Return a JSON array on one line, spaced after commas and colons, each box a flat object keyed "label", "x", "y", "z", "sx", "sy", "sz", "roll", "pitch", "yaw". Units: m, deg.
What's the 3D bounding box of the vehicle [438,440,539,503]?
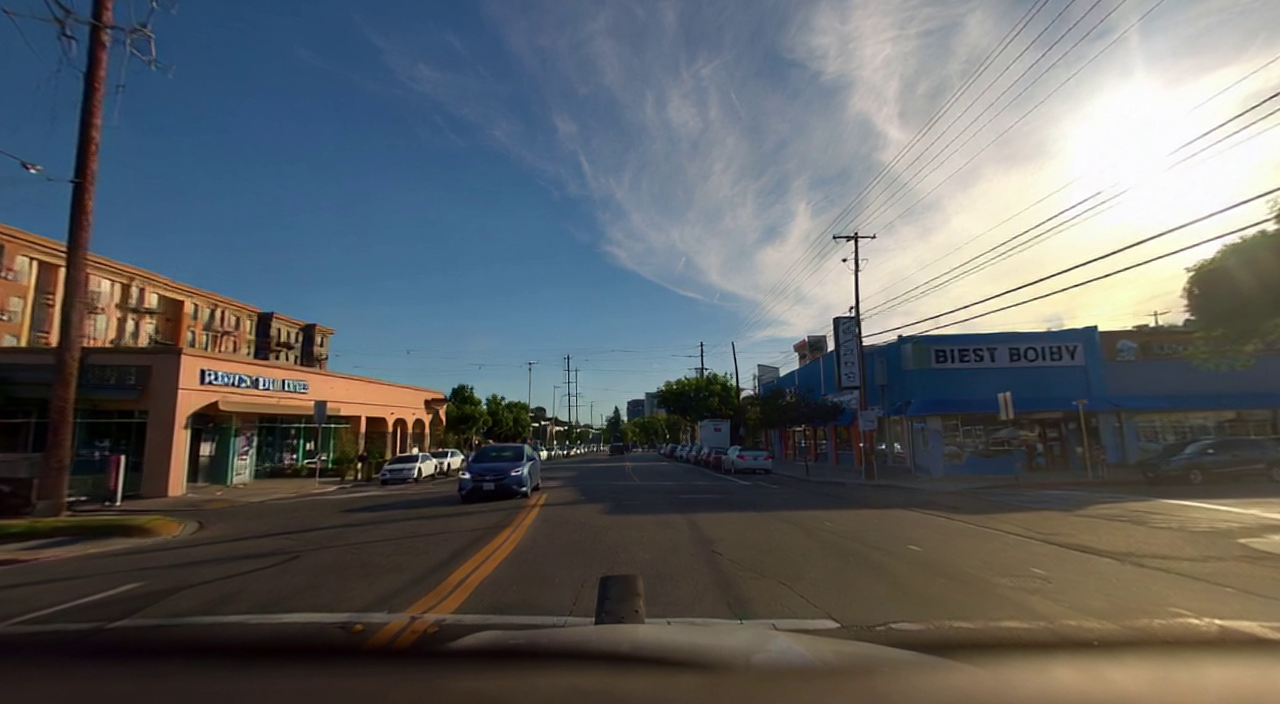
[{"label": "vehicle", "x": -4.013, "y": 3.221, "z": 17.464, "sx": 1.914, "sy": 1.506, "sz": 4.125, "roll": 0, "pitch": -8, "yaw": -2}]

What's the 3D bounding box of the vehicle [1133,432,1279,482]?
[{"label": "vehicle", "x": 18.618, "y": 3.287, "z": 19.935, "sx": 4.368, "sy": 1.479, "sz": 1.985, "roll": 0, "pitch": -9, "yaw": 1}]

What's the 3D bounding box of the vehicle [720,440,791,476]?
[{"label": "vehicle", "x": 5.588, "y": 5.175, "z": 31.125, "sx": 1.963, "sy": 1.646, "sz": 4.204, "roll": 2, "pitch": -9, "yaw": -11}]

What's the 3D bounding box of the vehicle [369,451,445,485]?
[{"label": "vehicle", "x": -10.960, "y": 5.461, "z": 30.053, "sx": 1.978, "sy": 1.452, "sz": 4.263, "roll": 0, "pitch": -8, "yaw": 0}]

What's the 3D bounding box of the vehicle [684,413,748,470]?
[{"label": "vehicle", "x": 4.600, "y": 5.651, "z": 39.834, "sx": 2.815, "sy": 3.203, "sz": 7.558, "roll": 0, "pitch": -8, "yaw": -2}]
